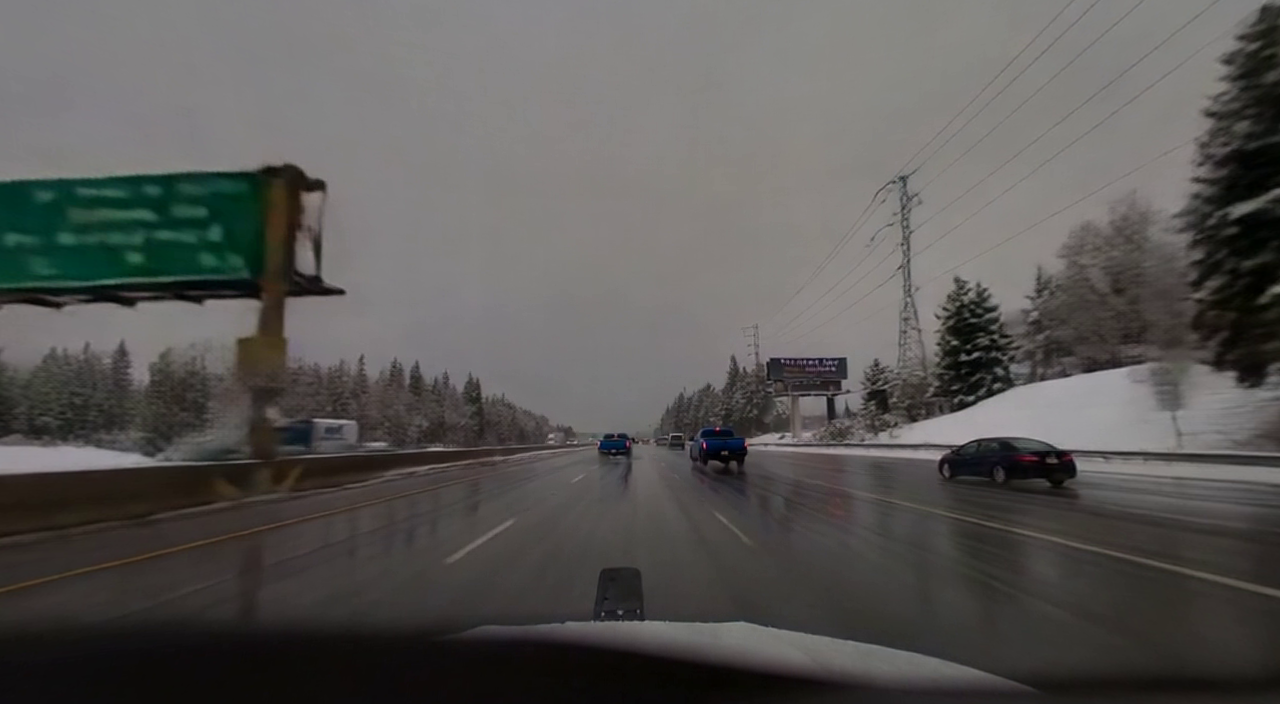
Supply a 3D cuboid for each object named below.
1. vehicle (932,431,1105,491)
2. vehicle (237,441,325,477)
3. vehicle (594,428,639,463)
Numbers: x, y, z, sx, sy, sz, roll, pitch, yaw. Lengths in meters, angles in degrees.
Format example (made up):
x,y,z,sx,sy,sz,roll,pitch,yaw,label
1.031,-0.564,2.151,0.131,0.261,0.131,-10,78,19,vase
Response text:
x,y,z,sx,sy,sz,roll,pitch,yaw,label
10.609,3.069,18.173,2.076,1.470,4.644,0,-8,-1,vehicle
-17.789,5.289,31.482,1.846,1.611,4.293,0,-8,0,vehicle
-1.389,5.881,39.692,2.508,2.023,6.176,0,-8,1,vehicle
